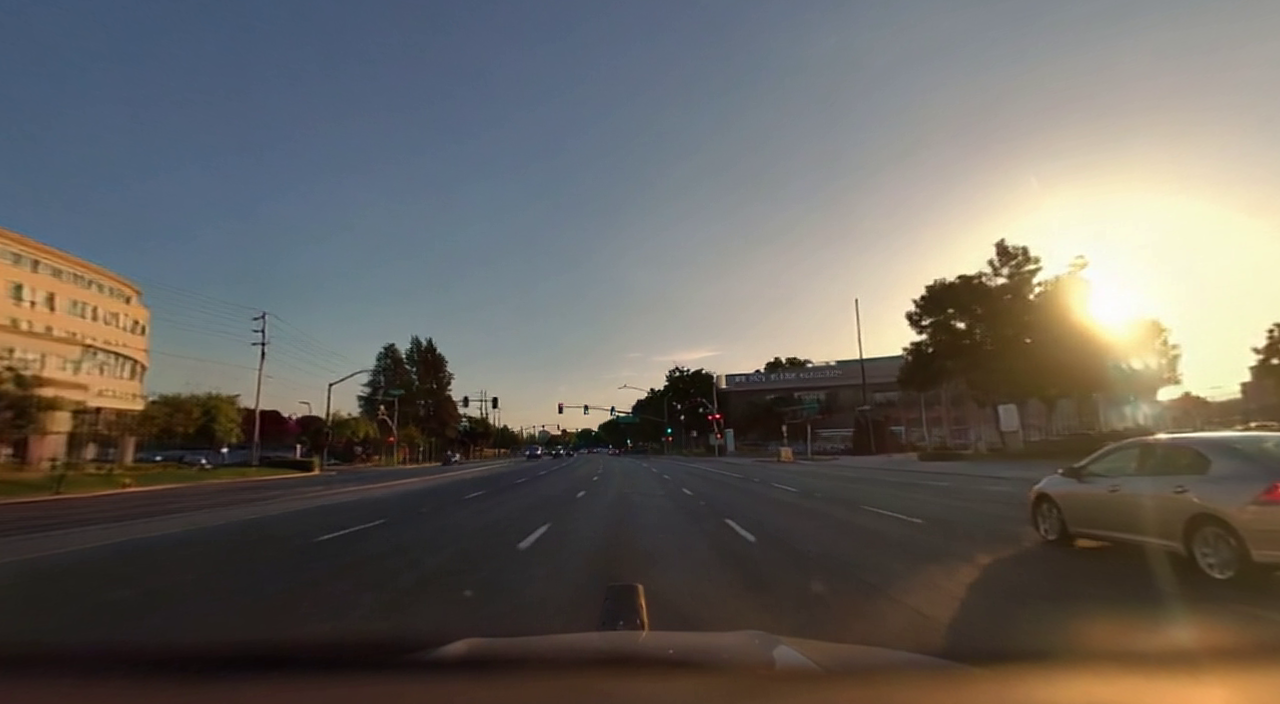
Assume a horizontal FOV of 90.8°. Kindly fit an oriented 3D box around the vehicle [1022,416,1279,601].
[{"bbox_3d":[6.236,1.429,6.194,2.070,1.491,4.575,0,-9,-1],"label":"vehicle"}]
